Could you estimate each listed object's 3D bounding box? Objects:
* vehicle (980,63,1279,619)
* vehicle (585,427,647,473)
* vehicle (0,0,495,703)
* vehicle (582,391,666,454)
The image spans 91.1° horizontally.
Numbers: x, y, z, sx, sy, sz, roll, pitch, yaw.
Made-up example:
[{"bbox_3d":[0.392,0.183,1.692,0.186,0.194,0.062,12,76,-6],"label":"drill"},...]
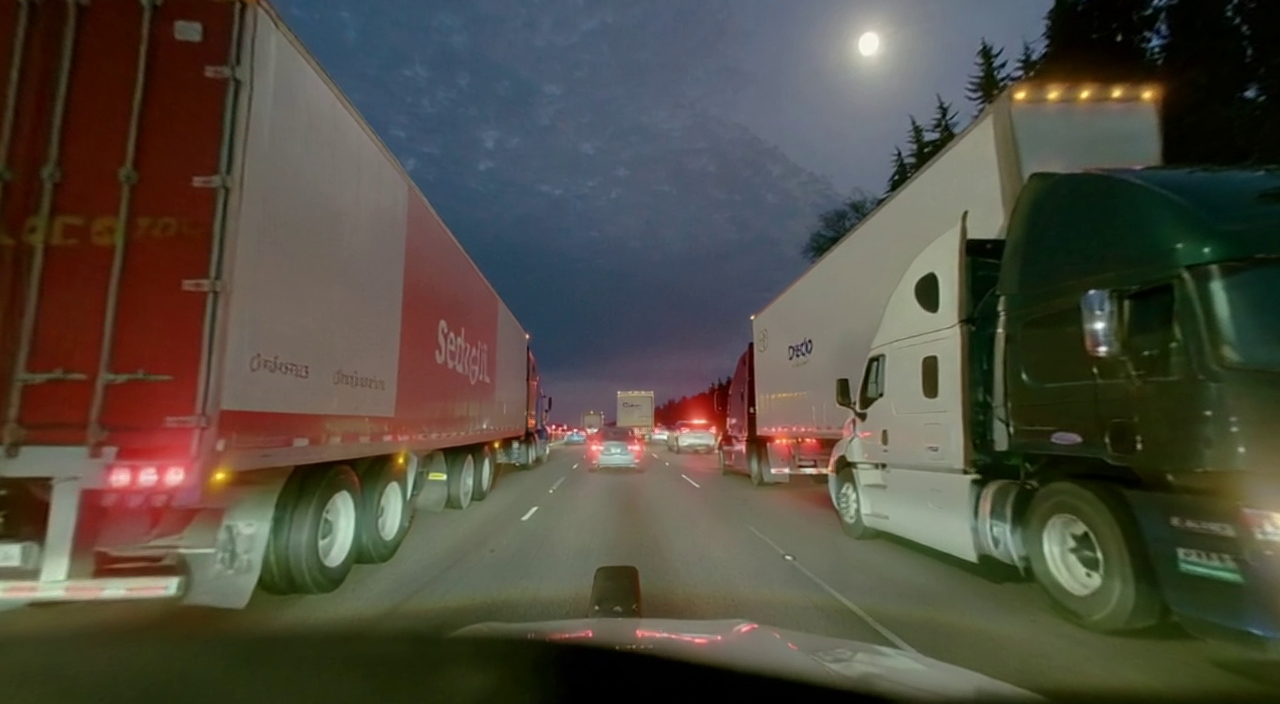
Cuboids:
[{"bbox_3d":[7.836,-0.593,1.027,2.820,4.084,13.786,3,-8,-23],"label":"vehicle"},{"bbox_3d":[-1.005,3.638,23.712,2.060,1.540,4.374,1,-8,-6],"label":"vehicle"},{"bbox_3d":[-3.897,0.358,7.150,2.822,3.788,8.799,0,-8,-3],"label":"vehicle"},{"bbox_3d":[-1.633,5.527,47.974,2.899,4.112,13.912,2,-8,-16],"label":"vehicle"}]
